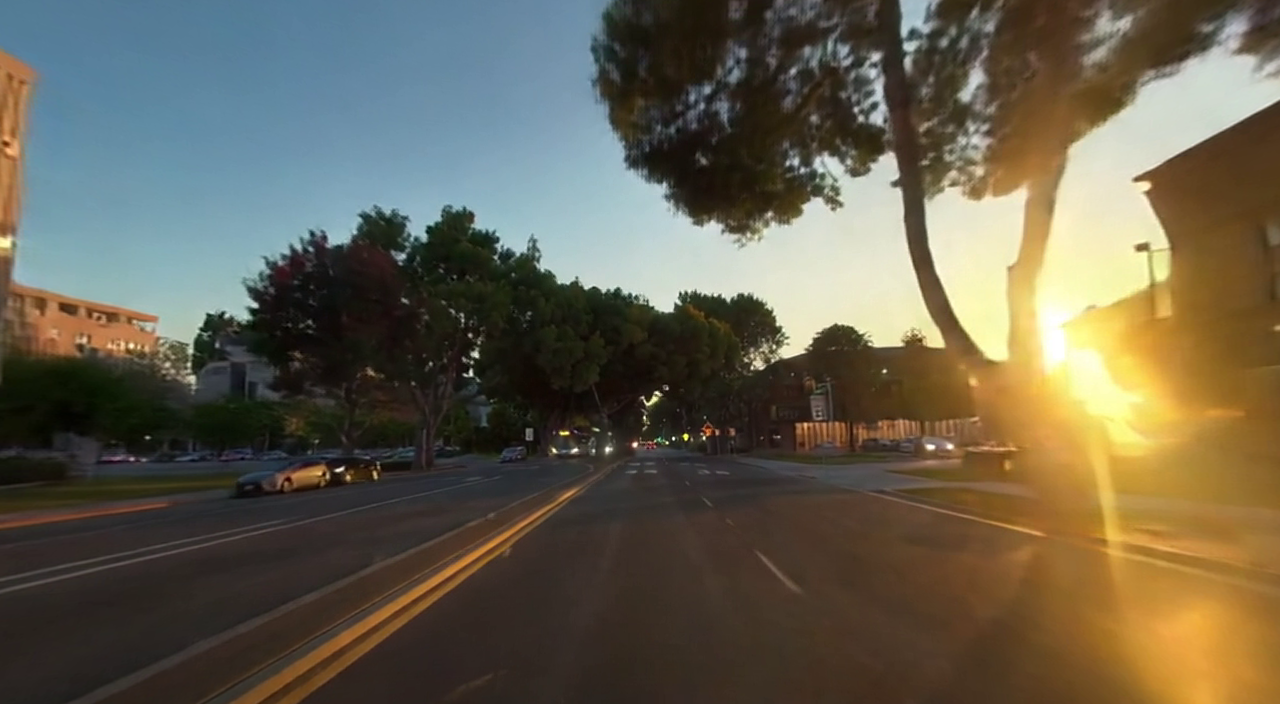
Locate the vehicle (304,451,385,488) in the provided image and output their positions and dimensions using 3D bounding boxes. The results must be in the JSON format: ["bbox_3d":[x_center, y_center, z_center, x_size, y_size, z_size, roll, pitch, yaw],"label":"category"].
[{"bbox_3d":[-13.961,5.564,30.070,1.816,1.567,3.957,-1,-8,2],"label":"vehicle"}]

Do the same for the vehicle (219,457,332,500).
[{"bbox_3d":[-14.036,4.868,24.587,1.835,1.434,4.325,0,-8,0],"label":"vehicle"}]

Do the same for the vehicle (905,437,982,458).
[{"bbox_3d":[21.419,6.764,44.577,4.404,1.440,1.900,0,-8,0],"label":"vehicle"}]
